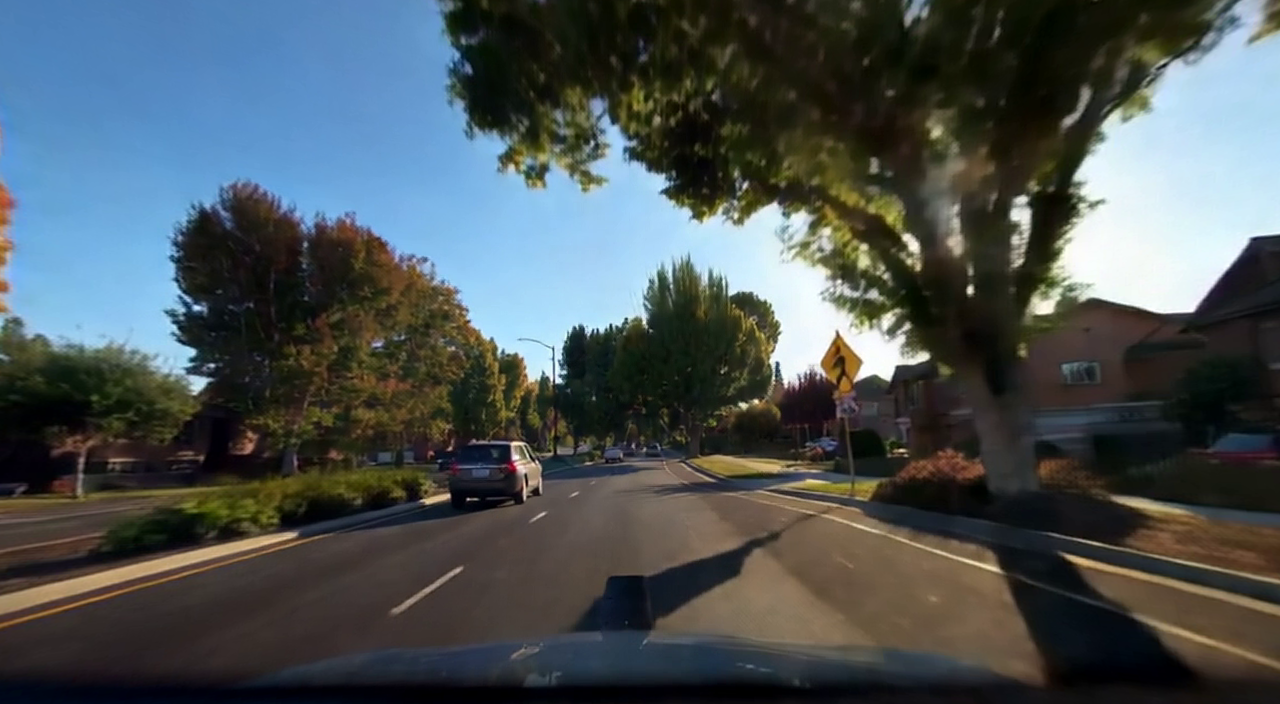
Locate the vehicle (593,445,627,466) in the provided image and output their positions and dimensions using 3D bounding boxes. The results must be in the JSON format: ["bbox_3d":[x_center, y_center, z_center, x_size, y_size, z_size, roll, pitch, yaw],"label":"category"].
[{"bbox_3d":[-2.203,7.746,47.353,2.119,1.494,4.624,0,-8,2],"label":"vehicle"}]

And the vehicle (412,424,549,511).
[{"bbox_3d":[-3.612,2.695,15.238,2.073,1.770,4.302,0,-8,2],"label":"vehicle"}]
